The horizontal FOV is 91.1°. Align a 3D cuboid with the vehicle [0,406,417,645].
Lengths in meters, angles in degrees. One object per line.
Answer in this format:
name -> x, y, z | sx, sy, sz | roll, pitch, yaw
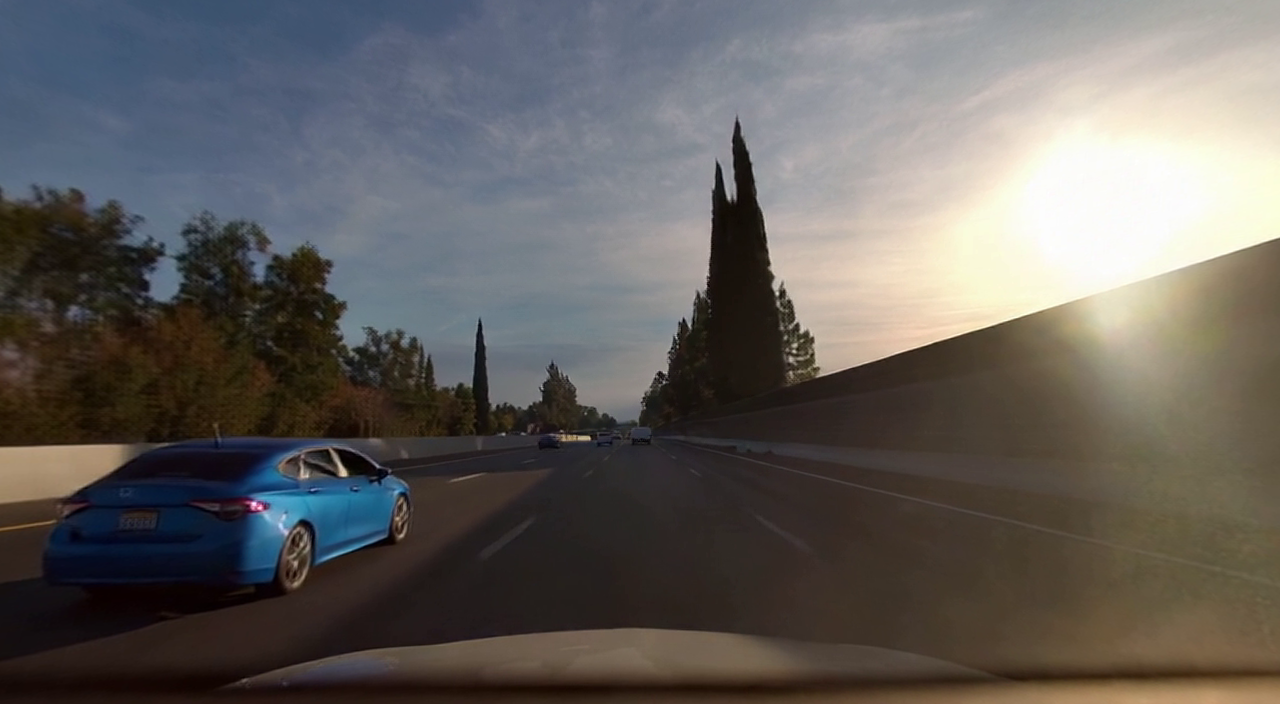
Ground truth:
vehicle -> -3.921, 1.363, 6.000 | 2.079, 1.500, 3.881 | 0, -8, 1
